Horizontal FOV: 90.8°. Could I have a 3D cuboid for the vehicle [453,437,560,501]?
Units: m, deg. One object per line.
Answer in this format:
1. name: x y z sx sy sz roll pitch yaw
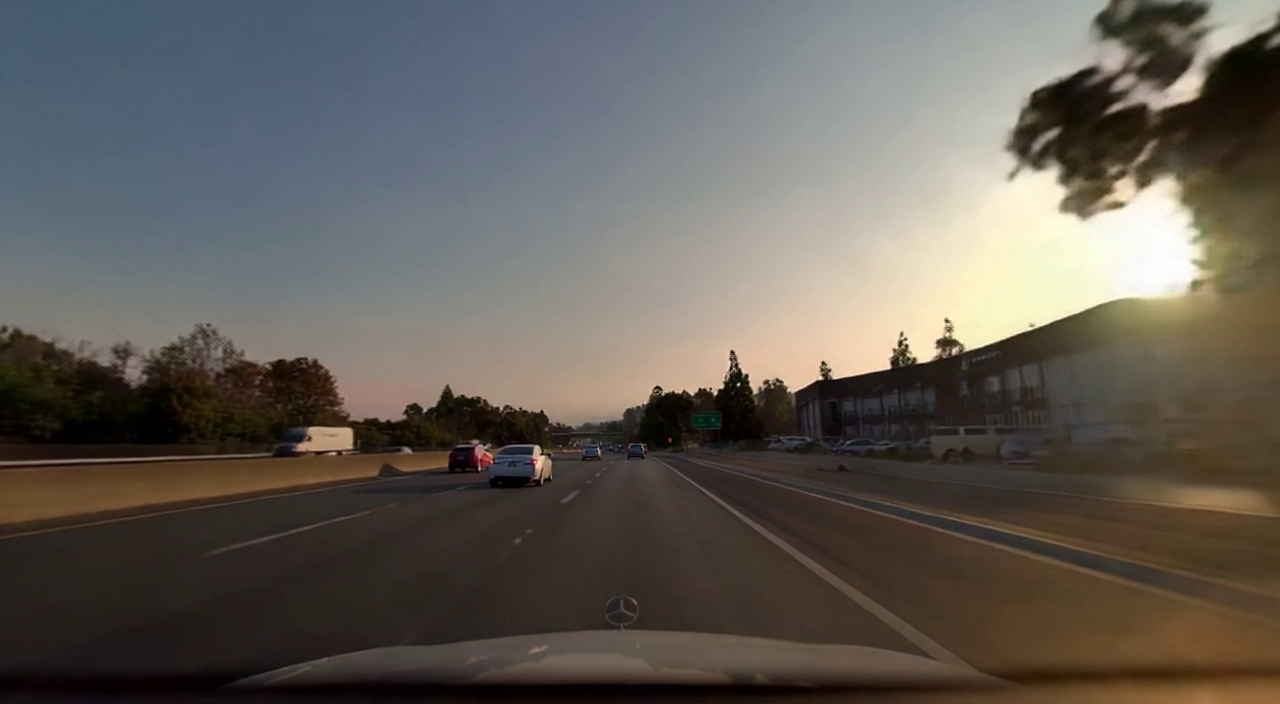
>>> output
1. vehicle: -3.365 3.036 16.759 1.920 1.463 4.134 1 -9 0
